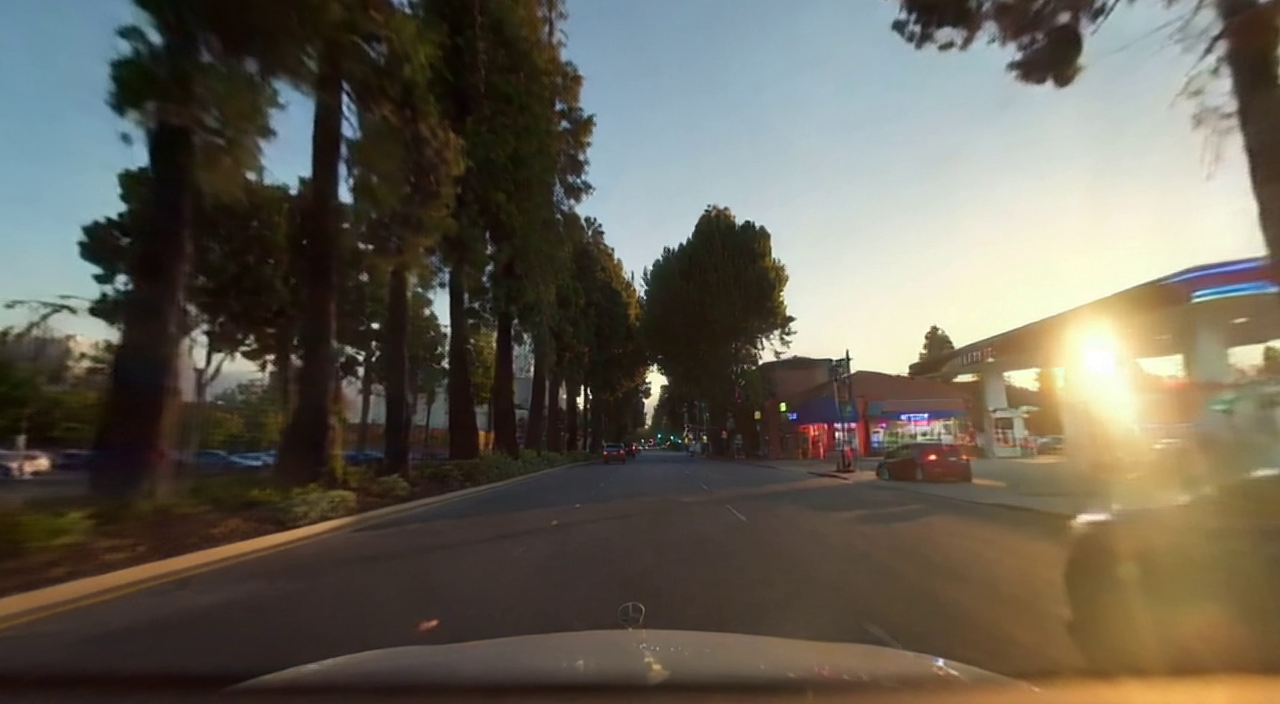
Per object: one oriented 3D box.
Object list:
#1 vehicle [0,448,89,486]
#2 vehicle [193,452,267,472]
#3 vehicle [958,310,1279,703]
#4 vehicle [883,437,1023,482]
[{"bbox_3d":[-31.254,5.769,31.969,2.059,1.782,5.016,1,-9,-1],"label":"vehicle"},{"bbox_3d":[-31.227,8.381,48.065,4.275,1.411,1.968,-1,-8,3],"label":"vehicle"},{"bbox_3d":[3.334,0.705,1.959,2.151,1.771,4.792,0,-9,0],"label":"vehicle"},{"bbox_3d":[12.029,4.140,24.411,4.359,1.656,1.894,0,-9,-4],"label":"vehicle"}]
